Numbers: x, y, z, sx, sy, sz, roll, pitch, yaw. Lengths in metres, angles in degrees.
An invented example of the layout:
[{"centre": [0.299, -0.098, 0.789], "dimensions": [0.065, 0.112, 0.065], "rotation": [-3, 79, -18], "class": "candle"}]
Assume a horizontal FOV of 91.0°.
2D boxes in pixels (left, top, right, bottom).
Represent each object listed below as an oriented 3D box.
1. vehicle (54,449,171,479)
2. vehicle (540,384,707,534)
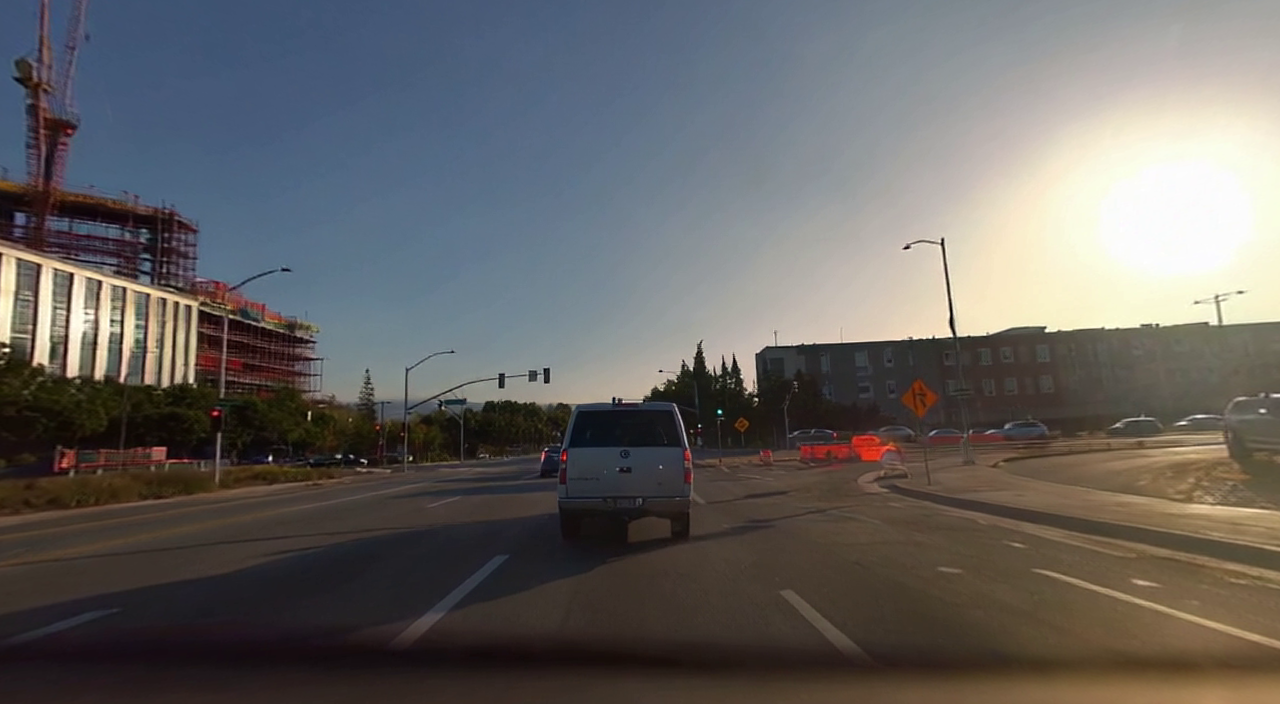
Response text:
[{"centre": [-36.084, 7.669, 43.168], "dimensions": [5.755, 1.945, 2.403], "rotation": [0, -8, -1], "class": "vehicle"}, {"centre": [-0.388, 1.934, 11.909], "dimensions": [2.350, 2.122, 5.801], "rotation": [0, -8, -3], "class": "vehicle"}]
